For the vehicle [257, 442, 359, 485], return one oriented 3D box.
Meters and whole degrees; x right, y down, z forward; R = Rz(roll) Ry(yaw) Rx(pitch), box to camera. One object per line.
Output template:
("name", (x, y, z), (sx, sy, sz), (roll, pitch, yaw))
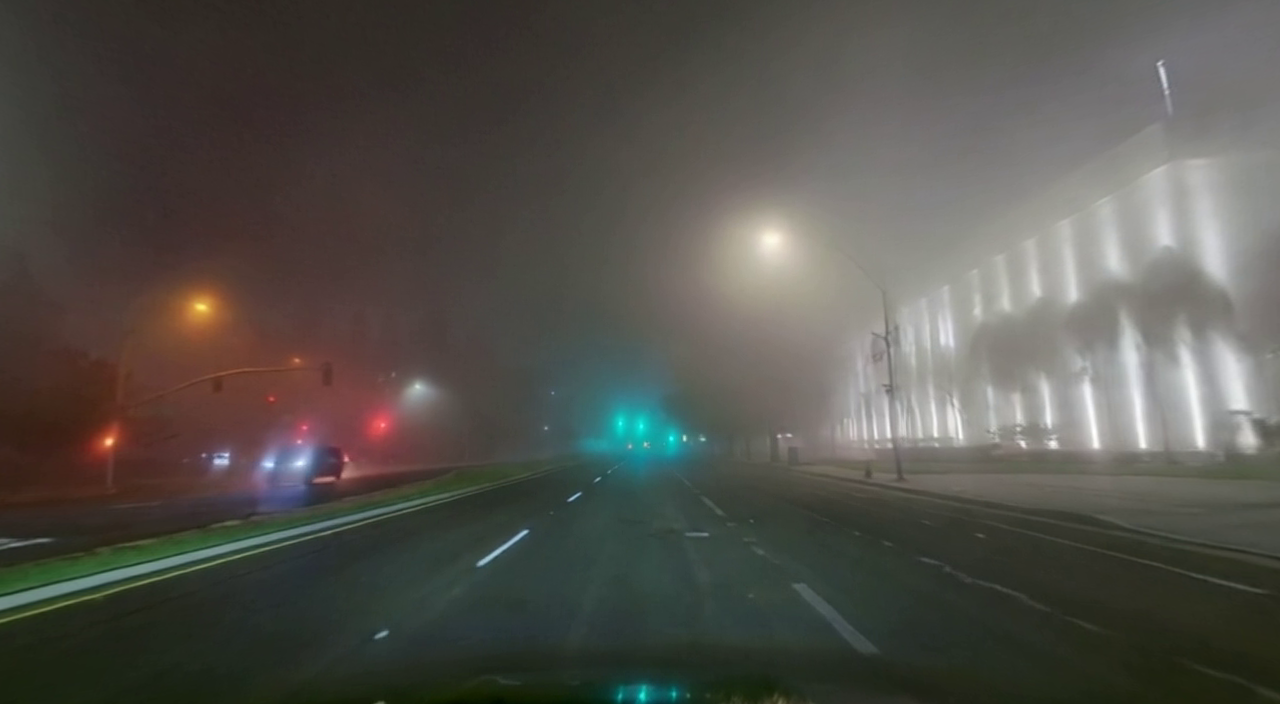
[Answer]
("vehicle", (-14.700, 4.922, 28.142), (1.936, 1.718, 4.643), (0, -8, 1))
